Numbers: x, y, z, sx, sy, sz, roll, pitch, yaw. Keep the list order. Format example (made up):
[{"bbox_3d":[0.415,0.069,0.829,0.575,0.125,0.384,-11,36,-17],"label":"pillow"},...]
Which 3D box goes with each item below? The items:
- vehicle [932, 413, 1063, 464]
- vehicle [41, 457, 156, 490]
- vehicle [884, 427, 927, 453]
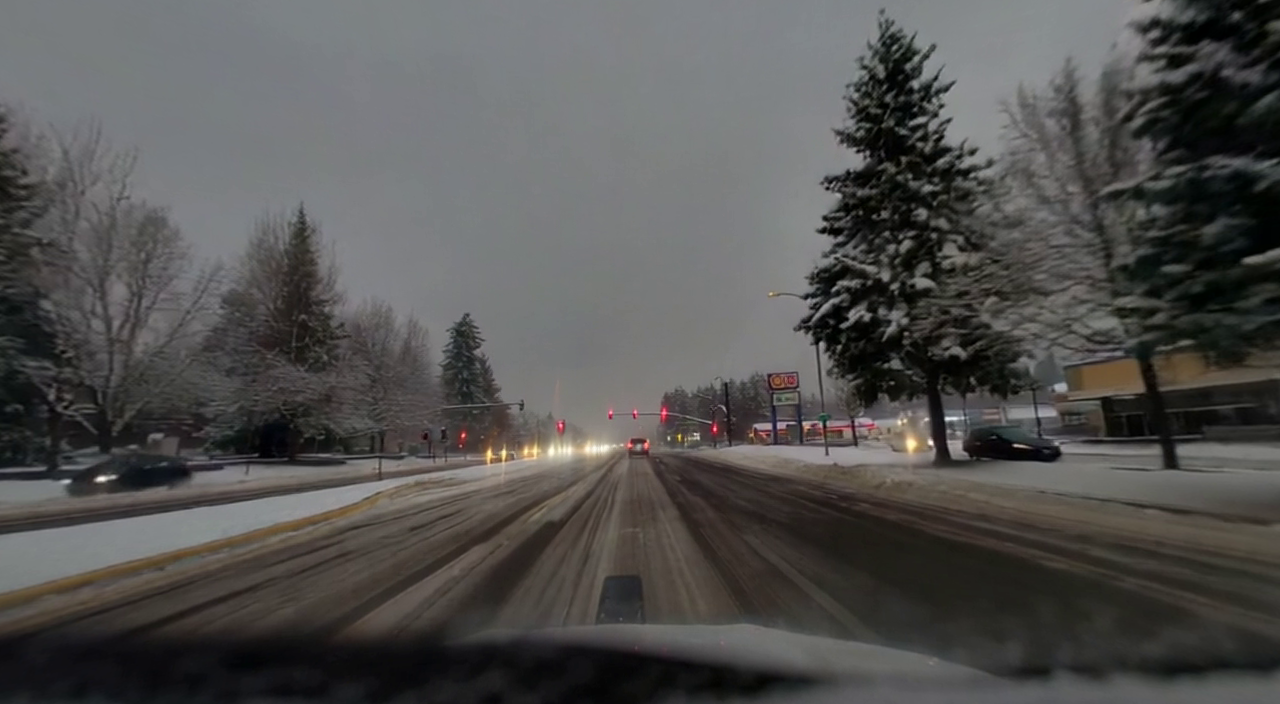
[{"bbox_3d":[14.038,3.493,25.386,2.249,1.793,5.763,-1,-8,4],"label":"vehicle"},{"bbox_3d":[-26.882,6.016,31.583,1.865,1.453,4.391,0,-8,0],"label":"vehicle"},{"bbox_3d":[17.793,5.932,42.505,1.944,1.646,4.594,-3,-9,14],"label":"vehicle"}]
